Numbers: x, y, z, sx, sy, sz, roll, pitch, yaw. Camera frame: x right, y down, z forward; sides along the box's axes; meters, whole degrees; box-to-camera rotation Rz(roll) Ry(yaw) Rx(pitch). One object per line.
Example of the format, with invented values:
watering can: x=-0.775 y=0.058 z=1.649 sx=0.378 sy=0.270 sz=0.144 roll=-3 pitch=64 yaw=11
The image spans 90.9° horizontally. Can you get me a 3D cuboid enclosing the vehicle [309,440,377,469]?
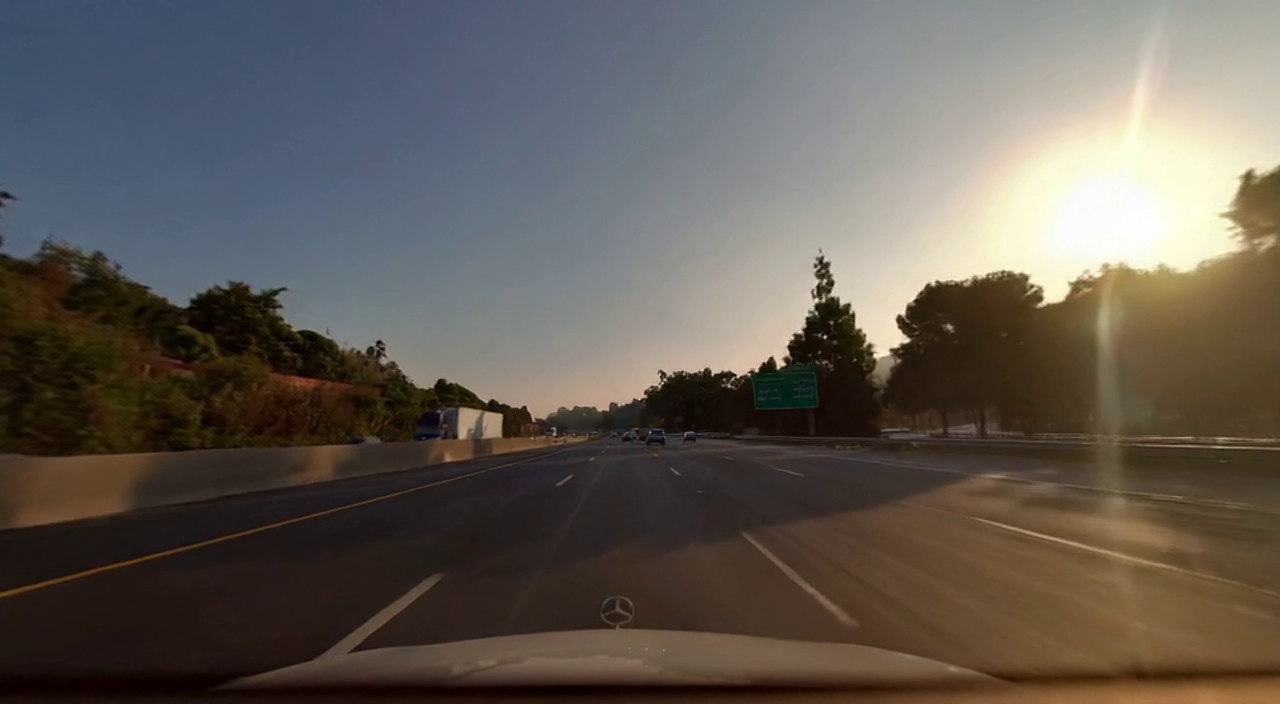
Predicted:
vehicle: x=-16.816 y=5.800 z=35.930 sx=1.823 sy=1.495 sz=4.315 roll=0 pitch=-8 yaw=-1
